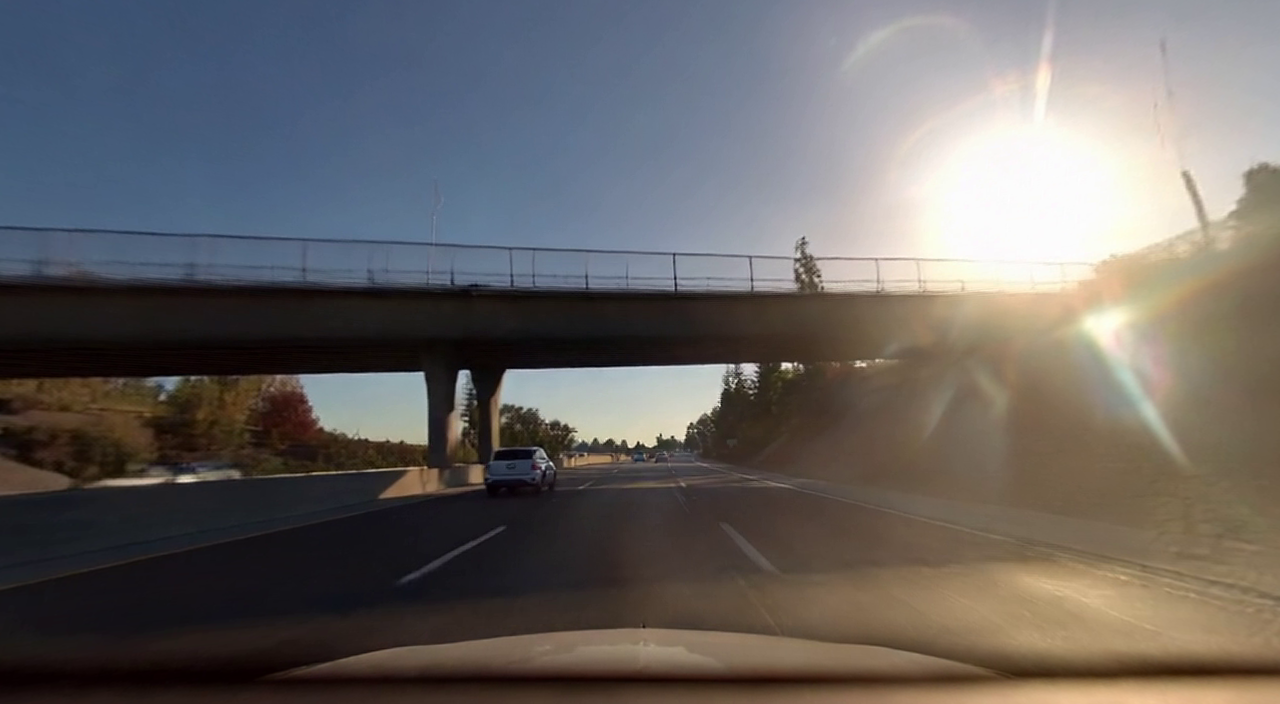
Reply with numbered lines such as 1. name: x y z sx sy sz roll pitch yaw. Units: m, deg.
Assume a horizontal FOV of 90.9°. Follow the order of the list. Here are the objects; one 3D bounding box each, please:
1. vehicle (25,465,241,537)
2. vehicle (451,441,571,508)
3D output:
1. vehicle: -12.363 3.607 15.839 1.822 1.448 4.297 0 -9 0
2. vehicle: -3.431 3.380 17.887 2.274 1.628 4.807 0 -9 2
